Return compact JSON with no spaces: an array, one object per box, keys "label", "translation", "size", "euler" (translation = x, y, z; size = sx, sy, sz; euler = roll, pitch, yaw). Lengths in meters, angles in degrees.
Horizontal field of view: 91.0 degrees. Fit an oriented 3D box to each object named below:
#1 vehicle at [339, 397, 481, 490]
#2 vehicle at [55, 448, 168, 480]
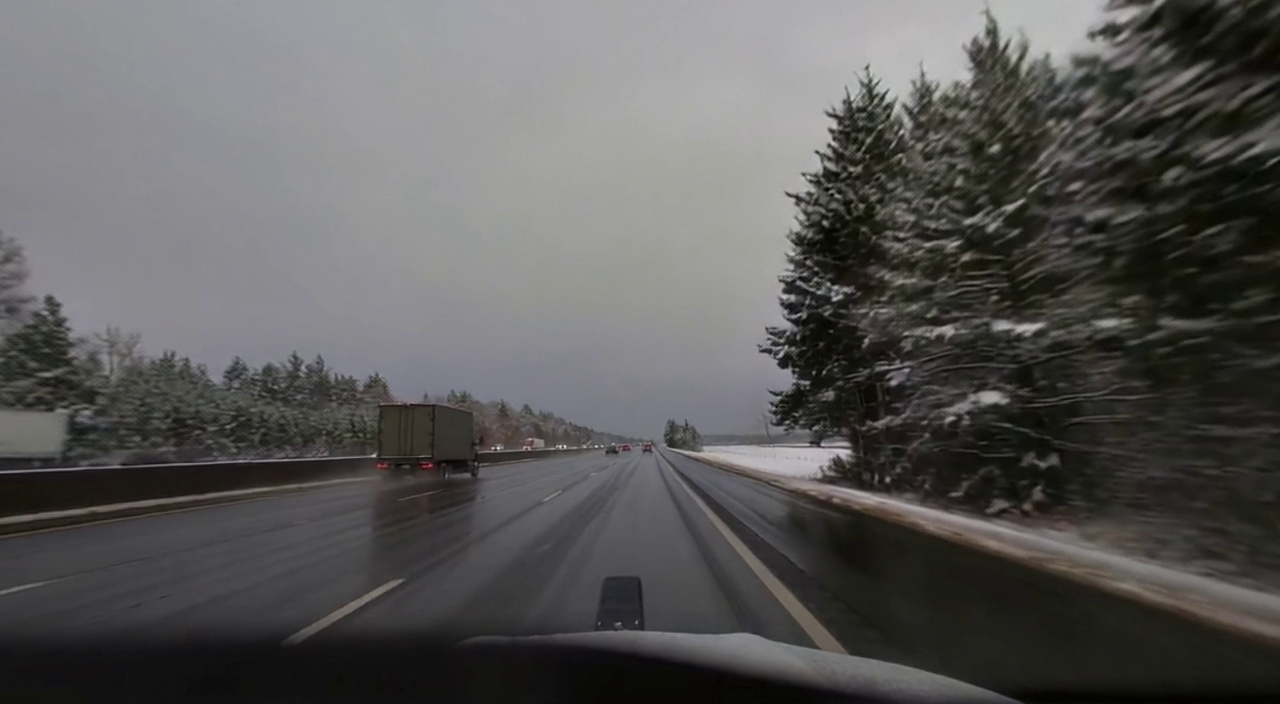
[{"label":"vehicle","translation":[-7.395,3.090,21.206],"size":[2.444,2.685,5.893],"euler":[0,-9,1]},{"label":"vehicle","translation":[-29.286,6.170,35.142],"size":[1.922,1.644,4.866],"euler":[0,-9,2]}]
